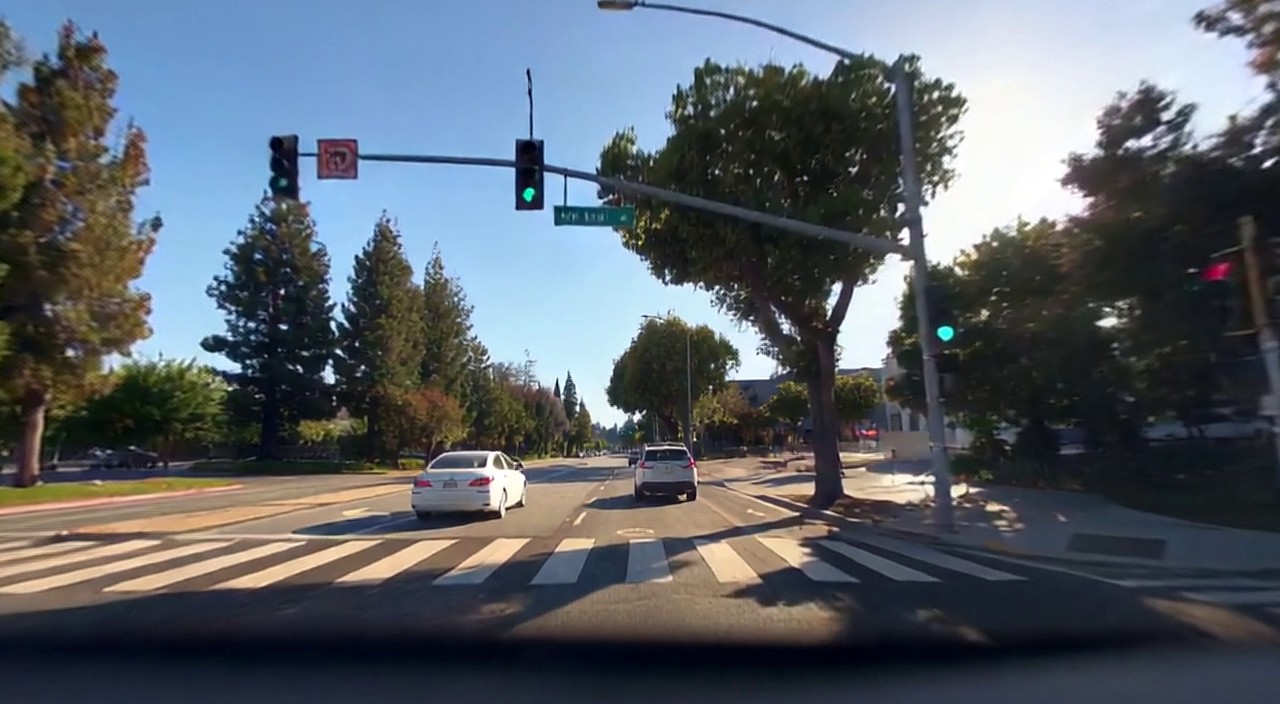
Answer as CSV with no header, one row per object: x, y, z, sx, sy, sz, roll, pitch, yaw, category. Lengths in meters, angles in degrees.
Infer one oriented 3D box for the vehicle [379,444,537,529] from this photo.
-3.490,2.643,12.975,2.036,1.447,4.044,0,-9,0,vehicle

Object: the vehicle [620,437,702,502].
0.528,3.656,19.955,2.215,1.799,4.426,1,-9,-3,vehicle
